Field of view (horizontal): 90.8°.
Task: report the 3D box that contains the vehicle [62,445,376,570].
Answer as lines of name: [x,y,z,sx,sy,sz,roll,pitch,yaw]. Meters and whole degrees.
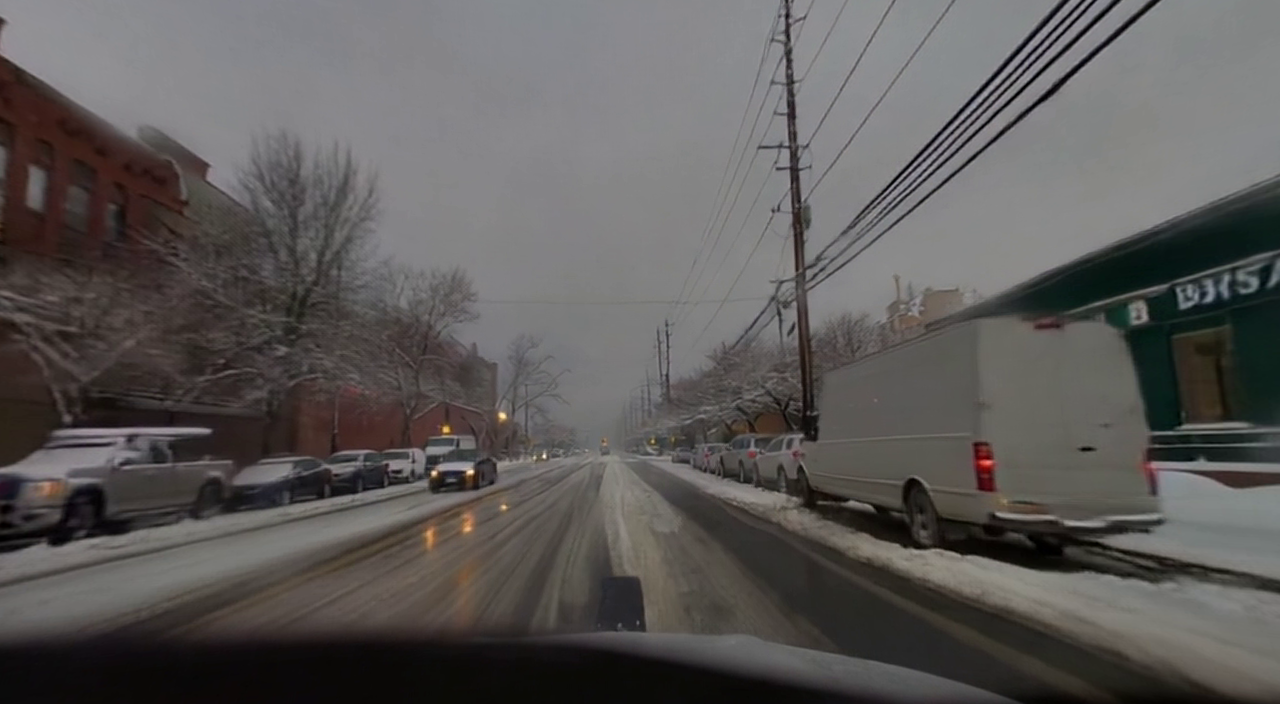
vehicle: [-5.992,2.200,9.843,1.845,1.469,4.413,0,-8,0]

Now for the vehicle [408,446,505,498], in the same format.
vehicle: [-5.813,3.810,20.598,1.925,1.479,4.444,0,-8,-2]

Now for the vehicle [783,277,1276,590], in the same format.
vehicle: [4.846,1.331,10.316,2.815,3.203,7.558,0,-8,-3]
